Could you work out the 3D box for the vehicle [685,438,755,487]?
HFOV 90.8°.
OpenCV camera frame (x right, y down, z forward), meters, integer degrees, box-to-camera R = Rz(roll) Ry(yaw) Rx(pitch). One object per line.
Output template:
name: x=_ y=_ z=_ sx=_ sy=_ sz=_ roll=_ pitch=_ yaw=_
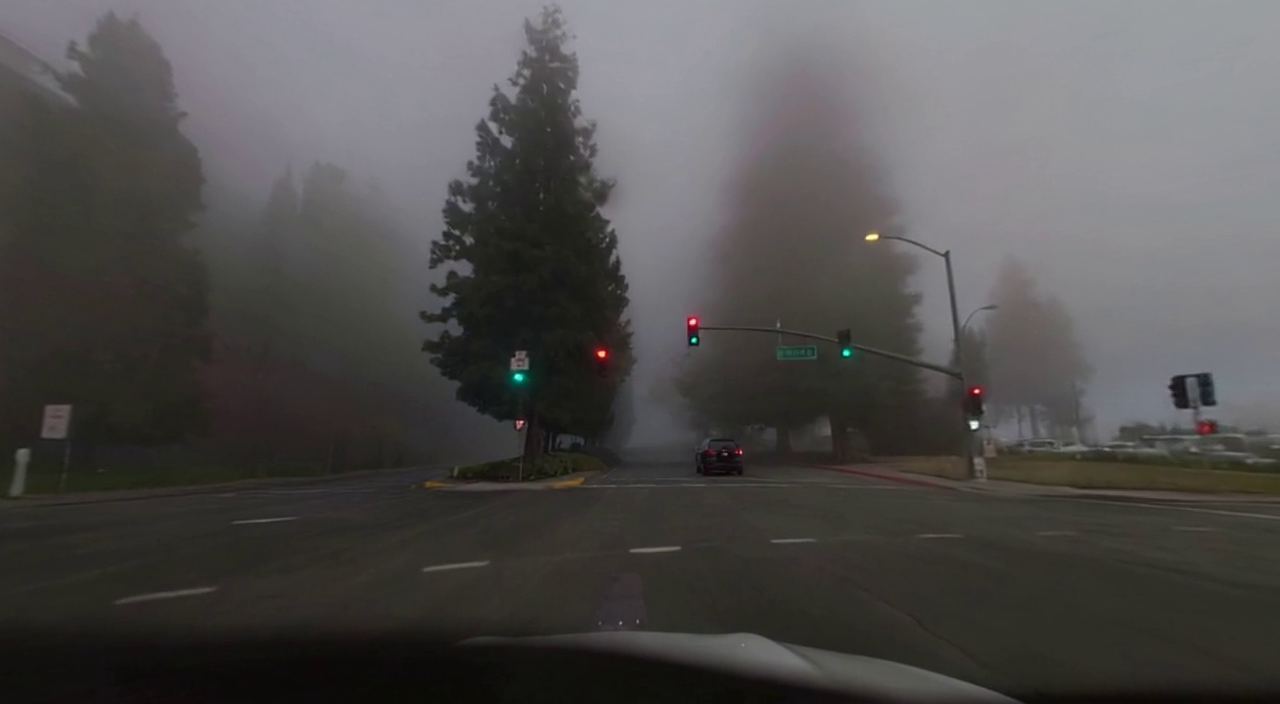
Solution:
vehicle: x=3.144 y=4.458 z=25.858 sx=2.095 sy=1.759 sz=4.862 roll=0 pitch=-9 yaw=-2
